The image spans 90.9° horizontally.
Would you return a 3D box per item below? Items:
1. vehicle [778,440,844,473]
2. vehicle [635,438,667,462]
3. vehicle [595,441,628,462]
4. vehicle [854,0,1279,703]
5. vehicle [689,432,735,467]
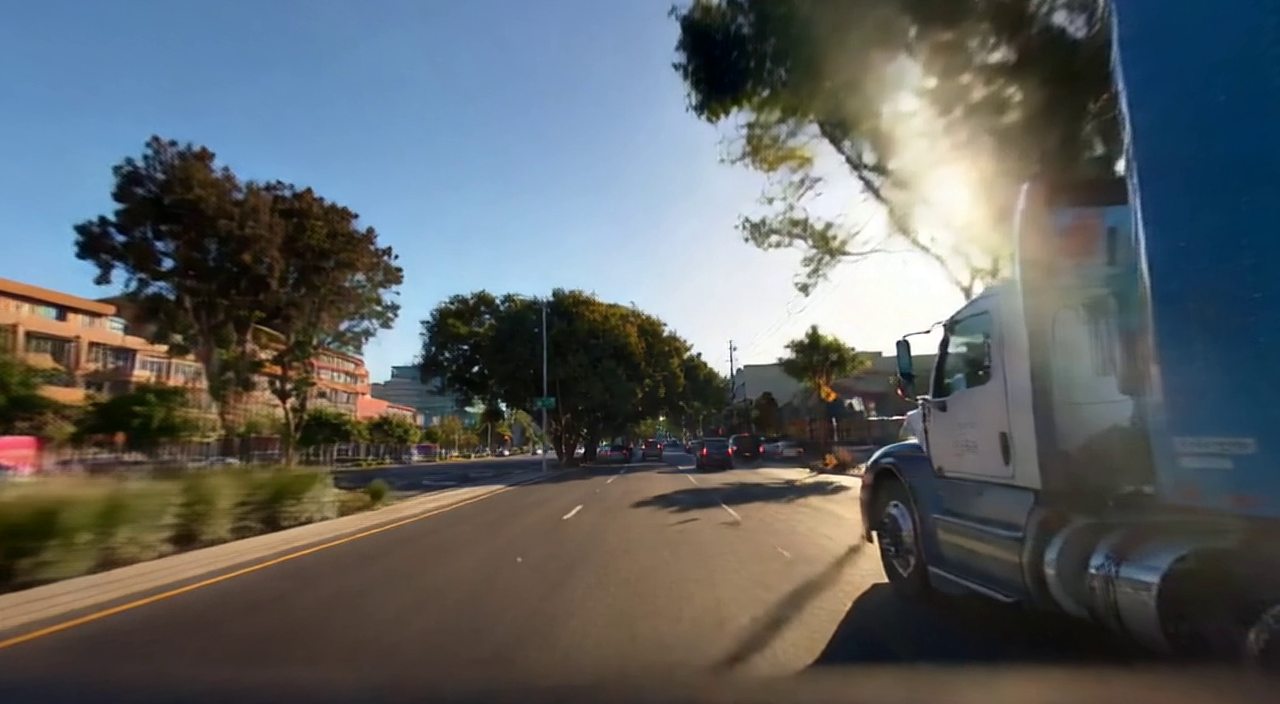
[{"bbox_3d":[8.326,5.115,31.085,2.006,1.484,4.289,-1,-8,0],"label":"vehicle"},{"bbox_3d":[0.825,7.272,46.890,2.276,1.704,3.925,-1,-8,2],"label":"vehicle"},{"bbox_3d":[-2.233,7.870,49.877,2.211,1.537,4.666,-1,-8,2],"label":"vehicle"},{"bbox_3d":[3.610,-0.274,2.280,3.006,3.679,8.506,-1,-8,3],"label":"vehicle"},{"bbox_3d":[4.220,5.800,37.639,2.196,1.908,4.412,-1,-8,0],"label":"vehicle"}]
